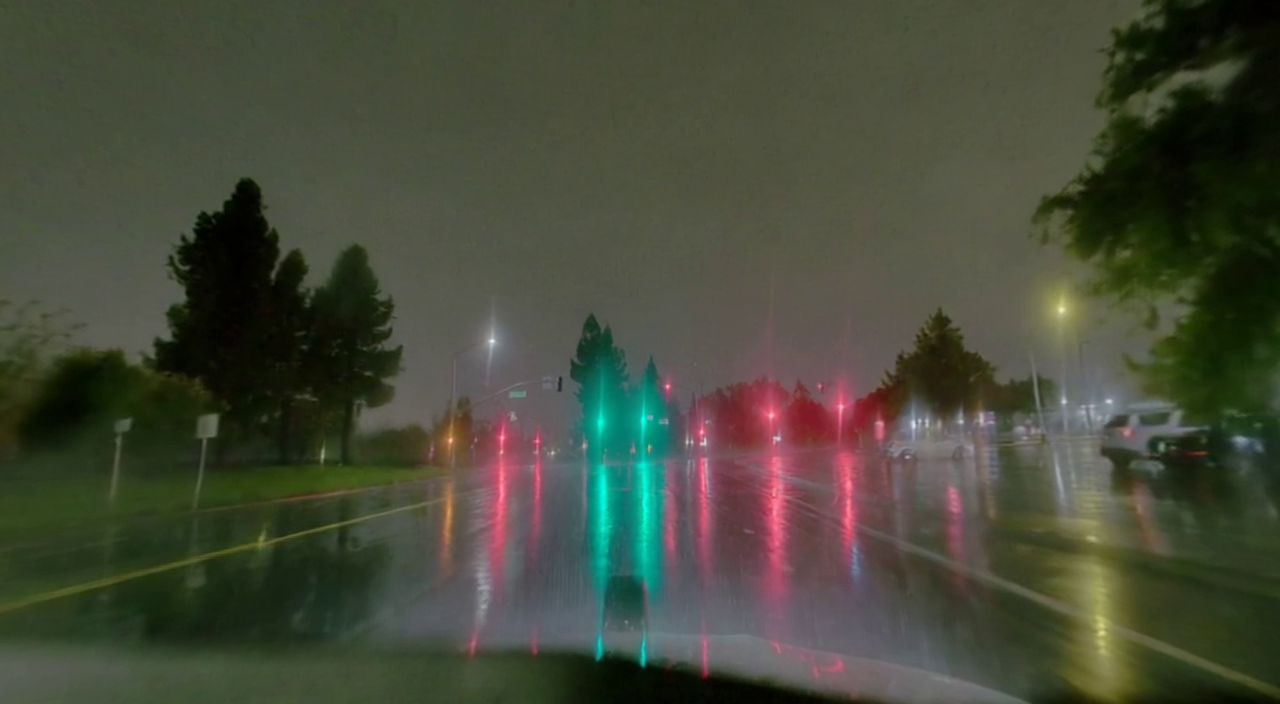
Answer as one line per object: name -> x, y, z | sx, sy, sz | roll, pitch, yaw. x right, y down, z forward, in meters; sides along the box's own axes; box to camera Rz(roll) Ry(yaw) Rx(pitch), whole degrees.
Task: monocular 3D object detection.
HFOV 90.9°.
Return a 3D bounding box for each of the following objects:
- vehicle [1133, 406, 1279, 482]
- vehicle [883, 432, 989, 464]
vehicle -> 13.629, 1.964, 13.531 | 4.343, 1.500, 2.011 | 0, -8, 1
vehicle -> 14.273, 4.645, 30.542 | 4.167, 1.476, 1.871 | 0, -8, 1
